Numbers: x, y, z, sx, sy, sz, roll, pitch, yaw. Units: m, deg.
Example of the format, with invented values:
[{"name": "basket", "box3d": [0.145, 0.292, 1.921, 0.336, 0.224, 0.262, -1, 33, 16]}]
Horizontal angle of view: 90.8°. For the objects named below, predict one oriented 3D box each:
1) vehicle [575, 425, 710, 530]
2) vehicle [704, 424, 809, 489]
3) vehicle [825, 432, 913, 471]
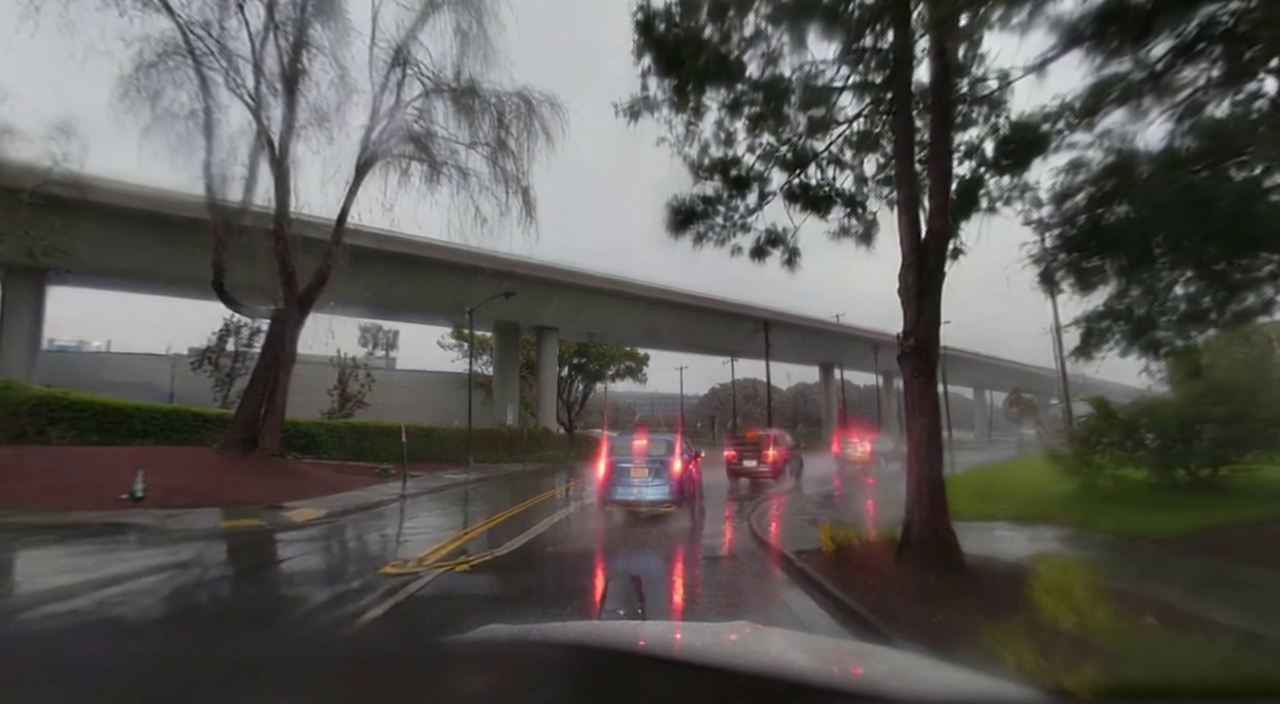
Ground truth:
[{"name": "vehicle", "box3d": [0.279, 2.263, 12.070, 2.087, 1.578, 4.652, -1, -8, 6]}, {"name": "vehicle", "box3d": [4.026, 3.451, 21.176, 2.241, 1.885, 4.771, -3, -9, 26]}, {"name": "vehicle", "box3d": [11.200, 4.829, 30.792, 4.310, 1.762, 1.995, 7, -11, -39]}]
